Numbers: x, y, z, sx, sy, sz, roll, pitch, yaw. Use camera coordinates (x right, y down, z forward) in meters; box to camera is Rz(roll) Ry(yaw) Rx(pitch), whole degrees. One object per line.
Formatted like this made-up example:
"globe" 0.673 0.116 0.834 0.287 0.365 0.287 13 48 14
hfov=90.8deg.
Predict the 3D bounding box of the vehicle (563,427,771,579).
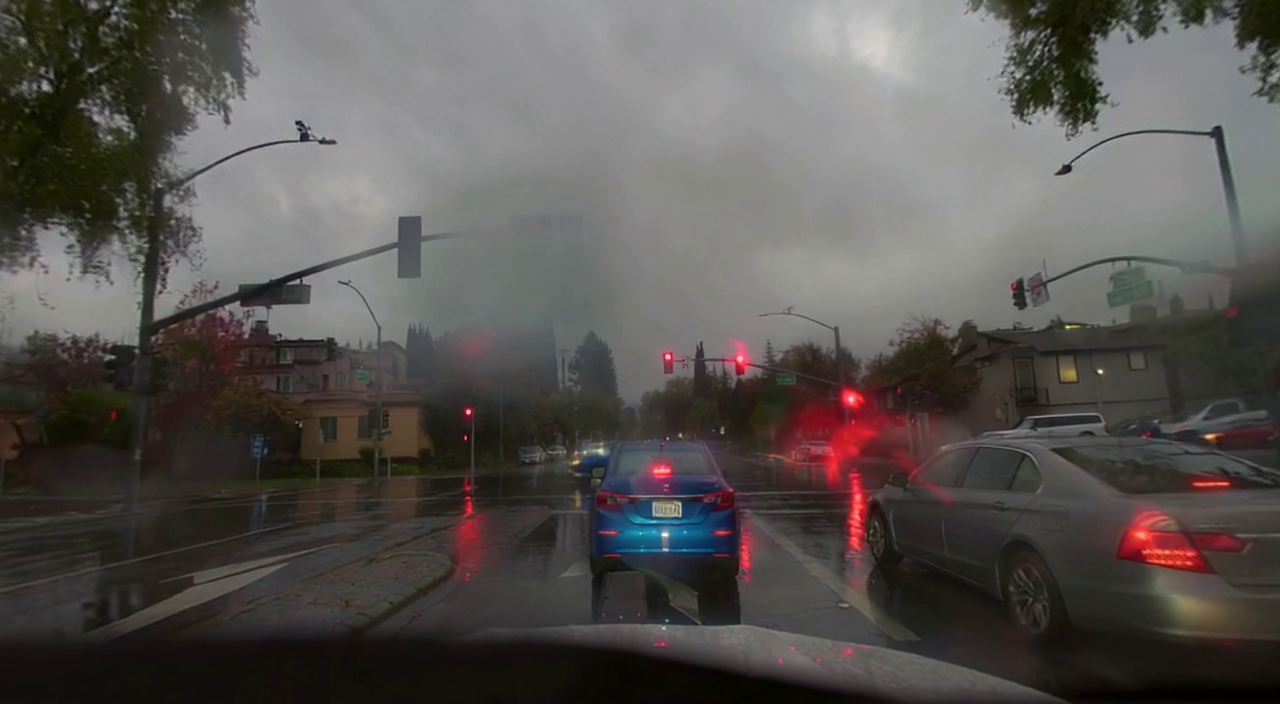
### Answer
"vehicle" 0.305 1.816 8.326 2.090 1.505 3.756 -1 -9 1

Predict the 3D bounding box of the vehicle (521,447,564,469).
"vehicle" -6.923 7.581 45.291 2.093 1.476 4.278 -1 -9 4

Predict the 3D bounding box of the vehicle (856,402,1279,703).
"vehicle" 3.659 1.338 5.442 1.888 1.486 4.681 0 -9 -1
